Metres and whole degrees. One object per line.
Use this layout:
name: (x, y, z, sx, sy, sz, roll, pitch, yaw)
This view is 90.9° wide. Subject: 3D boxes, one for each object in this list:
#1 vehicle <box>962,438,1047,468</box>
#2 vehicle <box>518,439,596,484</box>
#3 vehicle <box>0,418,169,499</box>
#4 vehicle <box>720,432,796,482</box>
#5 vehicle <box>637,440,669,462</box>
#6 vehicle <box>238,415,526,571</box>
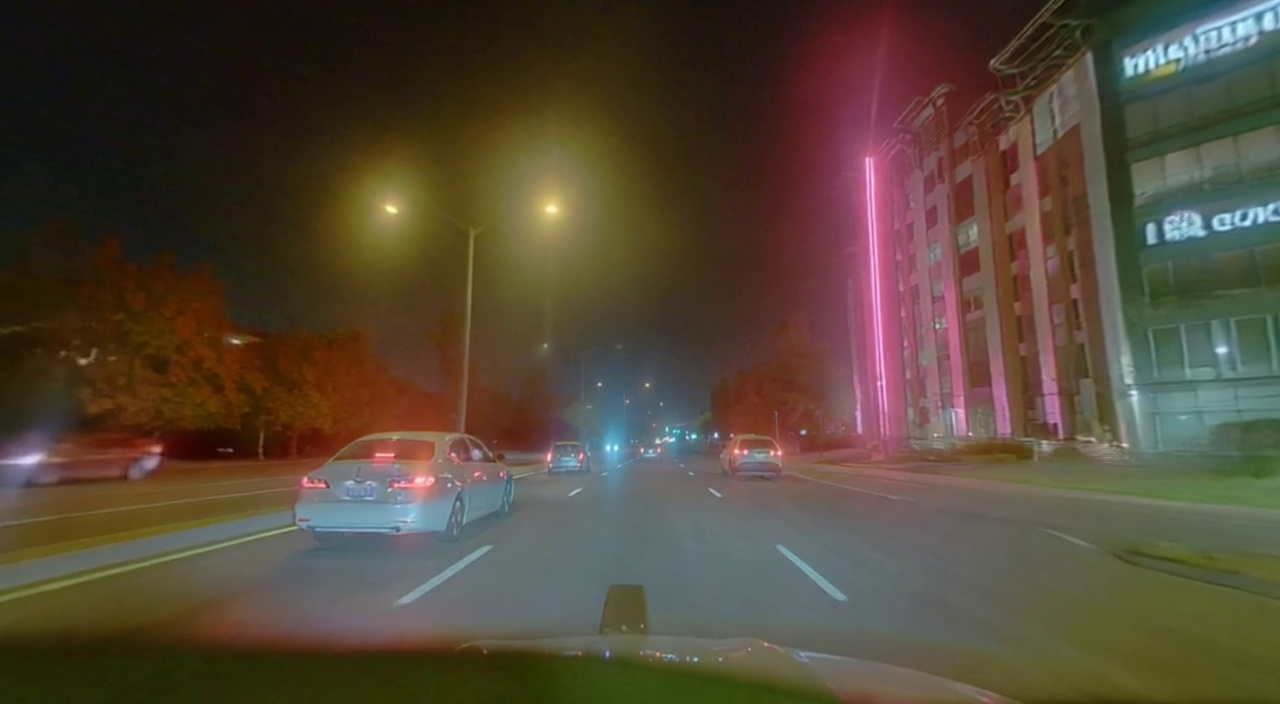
vehicle: (18.300, 5.062, 31.707, 3.368, 1.389, 1.595, 1, -8, -10)
vehicle: (-2.845, 3.852, 22.547, 1.980, 1.454, 4.226, -1, -8, 3)
vehicle: (-15.600, 2.779, 16.772, 2.180, 1.824, 4.922, -1, -8, 2)
vehicle: (4.334, 3.927, 23.877, 2.103, 1.699, 4.171, 0, -8, 0)
vehicle: (0.981, 7.075, 45.042, 2.164, 1.477, 3.988, -1, -8, 2)
vehicle: (-3.017, 1.755, 8.675, 2.118, 1.568, 4.436, 0, -8, -1)
